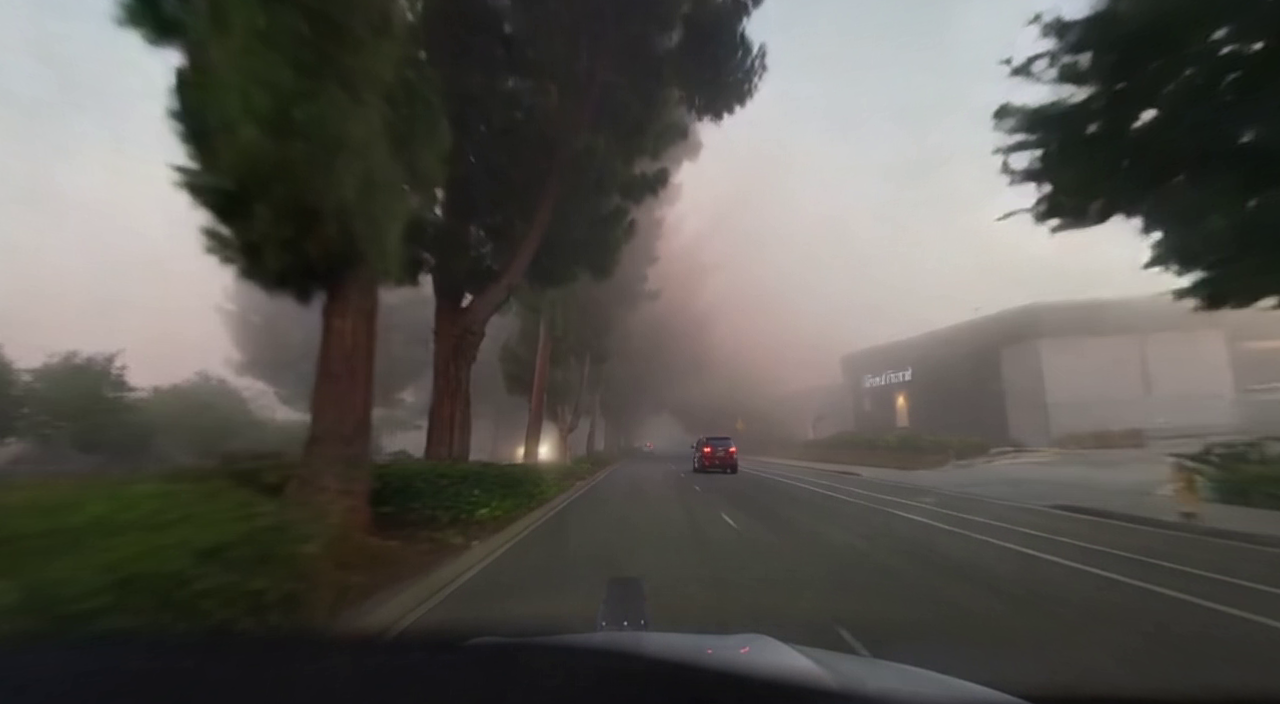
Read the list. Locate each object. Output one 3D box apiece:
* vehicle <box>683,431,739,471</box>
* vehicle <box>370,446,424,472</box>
[{"bbox_3d":[3.367,4.793,30.645,2.143,1.759,4.378,0,-8,-1],"label":"vehicle"},{"bbox_3d":[-16.201,7.148,42.315,1.848,1.641,4.644,0,-8,-1],"label":"vehicle"}]
